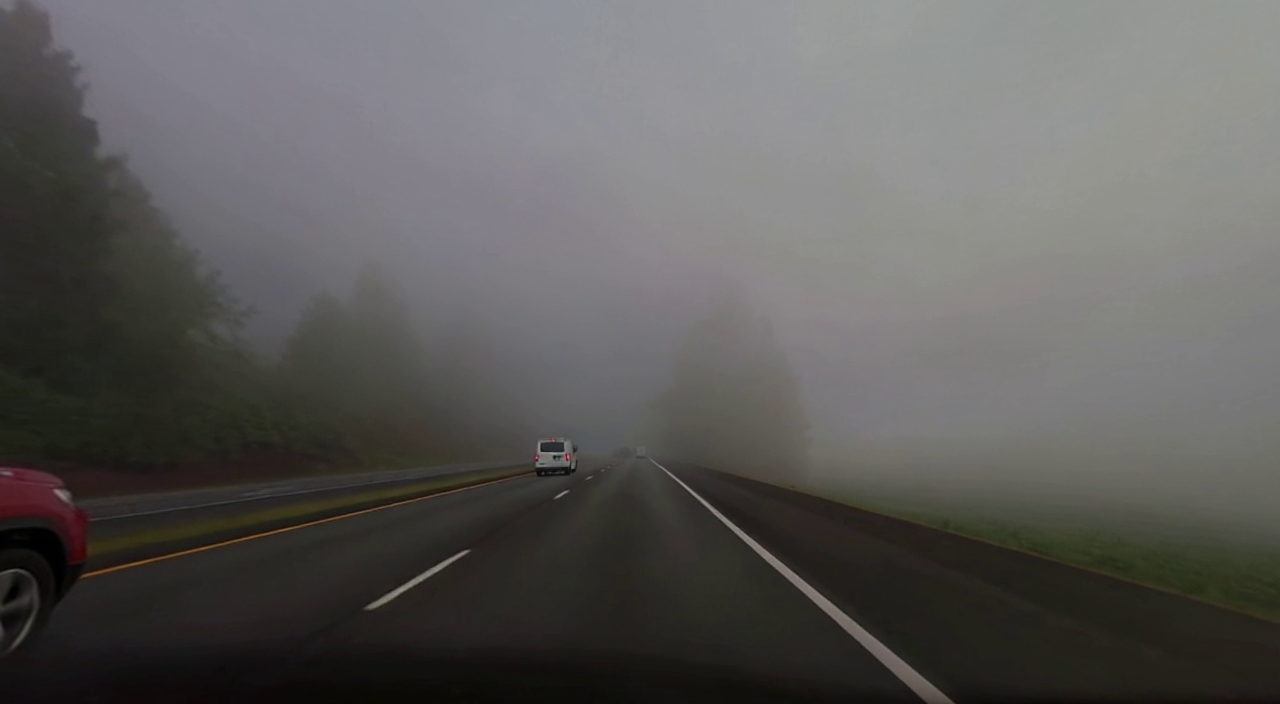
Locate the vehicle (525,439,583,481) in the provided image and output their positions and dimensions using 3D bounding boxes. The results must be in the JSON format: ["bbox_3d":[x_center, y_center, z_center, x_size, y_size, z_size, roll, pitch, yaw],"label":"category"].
[{"bbox_3d":[-3.931,5.024,29.575,2.056,1.811,4.202,0,-9,1],"label":"vehicle"}]

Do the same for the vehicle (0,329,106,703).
[{"bbox_3d":[-4.408,0.584,1.487,2.102,1.941,4.703,0,-9,0],"label":"vehicle"}]
